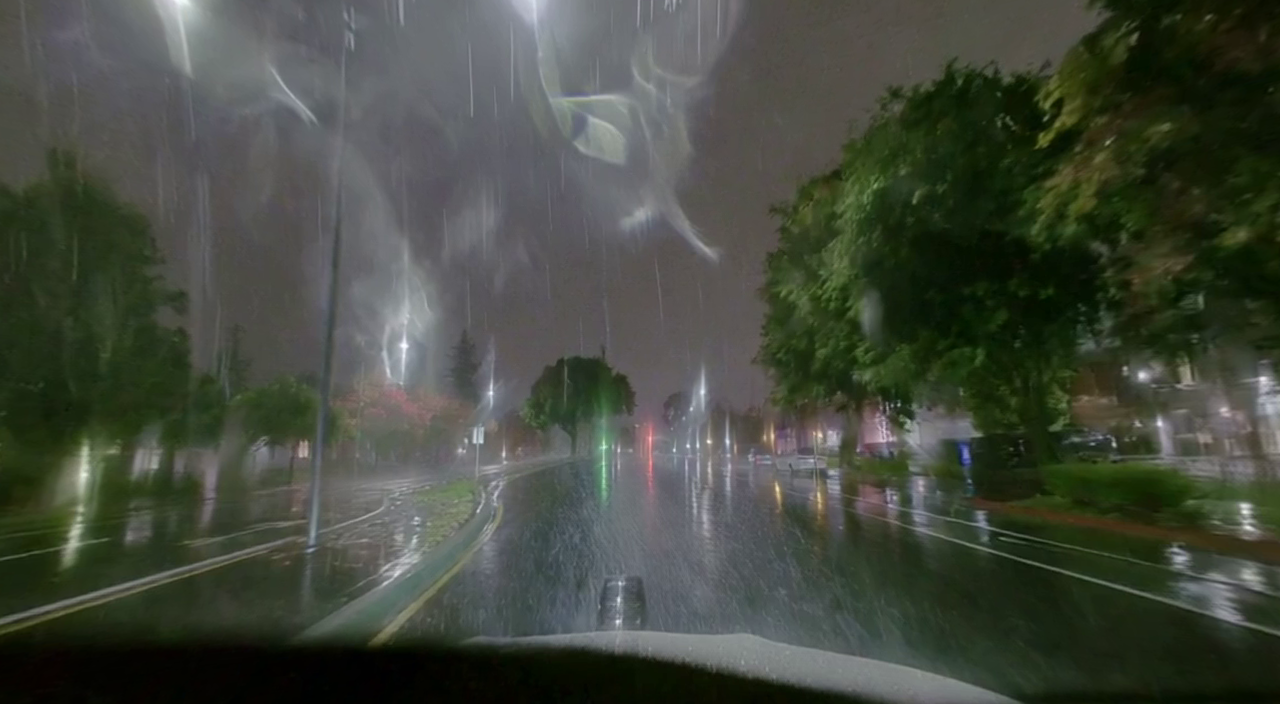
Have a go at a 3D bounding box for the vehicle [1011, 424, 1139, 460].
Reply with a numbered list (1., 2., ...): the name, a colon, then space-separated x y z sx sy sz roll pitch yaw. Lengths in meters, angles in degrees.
1. vehicle: 24.326 5.098 35.571 1.979 1.831 5.479 5 -10 -33

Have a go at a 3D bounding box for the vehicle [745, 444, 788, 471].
1. vehicle: 8.650 7.224 43.543 1.990 1.728 4.597 0 -9 0

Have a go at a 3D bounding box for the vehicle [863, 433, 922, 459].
1. vehicle: 18.187 6.792 45.808 2.018 1.755 5.379 0 -9 -1

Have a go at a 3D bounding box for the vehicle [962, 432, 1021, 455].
1. vehicle: 25.437 6.666 45.842 1.878 1.581 4.259 0 -9 1

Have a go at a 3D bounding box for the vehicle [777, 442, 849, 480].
1. vehicle: 8.416 5.329 31.292 2.192 1.714 4.885 0 -9 0
